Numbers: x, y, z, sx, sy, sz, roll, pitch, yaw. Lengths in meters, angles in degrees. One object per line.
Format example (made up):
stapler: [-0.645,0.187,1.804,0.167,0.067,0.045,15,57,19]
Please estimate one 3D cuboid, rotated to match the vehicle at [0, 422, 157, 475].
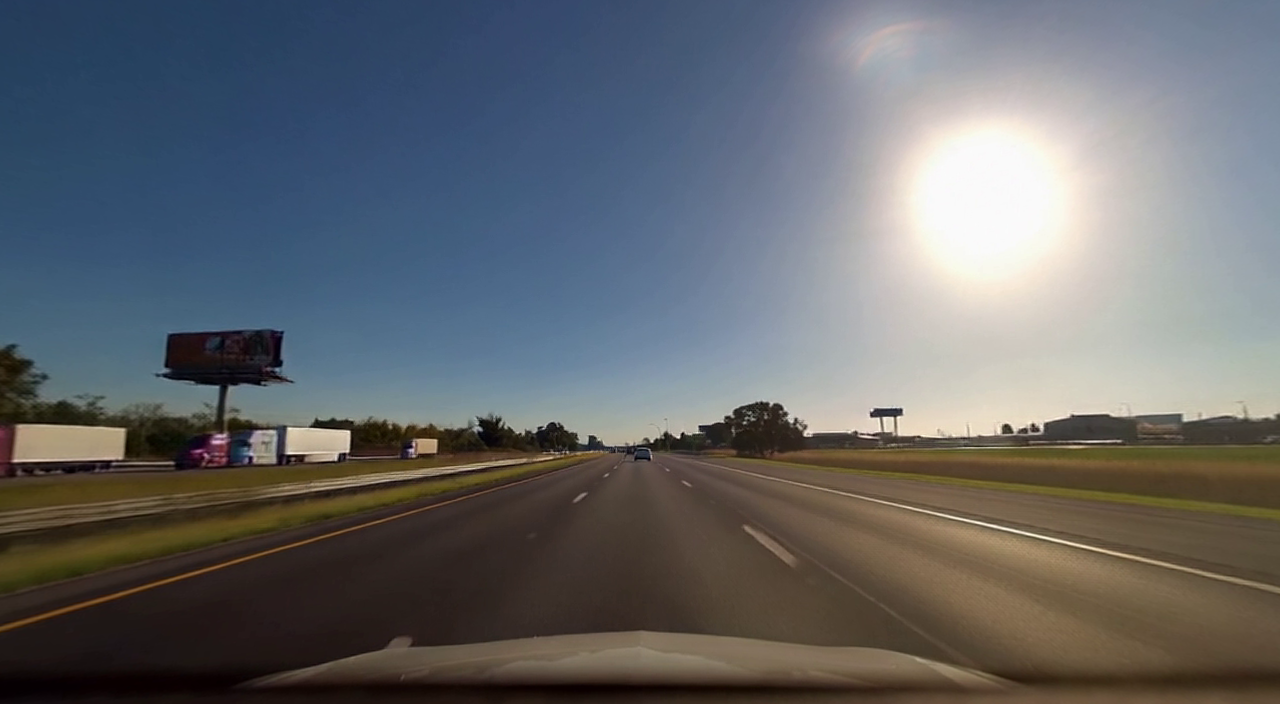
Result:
vehicle: [-44.493,7.374,47.965,3.035,3.535,15.819,0,-9,0]
